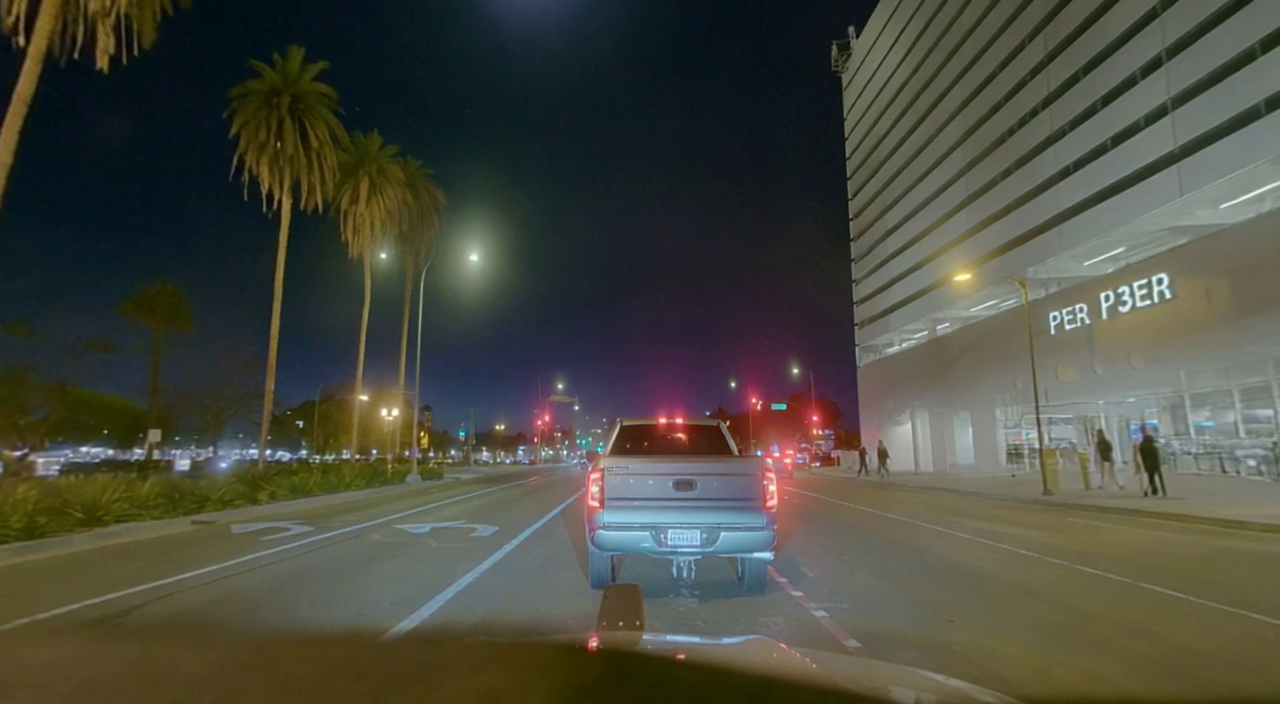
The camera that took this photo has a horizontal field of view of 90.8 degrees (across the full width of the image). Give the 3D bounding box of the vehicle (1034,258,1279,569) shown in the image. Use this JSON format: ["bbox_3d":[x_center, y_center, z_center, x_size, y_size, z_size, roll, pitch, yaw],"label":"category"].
[{"bbox_3d":[7.857,0.843,8.560,2.666,3.345,3.622,-3,-9,7],"label":"vehicle"}]

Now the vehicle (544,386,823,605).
[{"bbox_3d":[0.400,1.588,7.972,2.311,1.819,5.255,0,-8,1],"label":"vehicle"}]
